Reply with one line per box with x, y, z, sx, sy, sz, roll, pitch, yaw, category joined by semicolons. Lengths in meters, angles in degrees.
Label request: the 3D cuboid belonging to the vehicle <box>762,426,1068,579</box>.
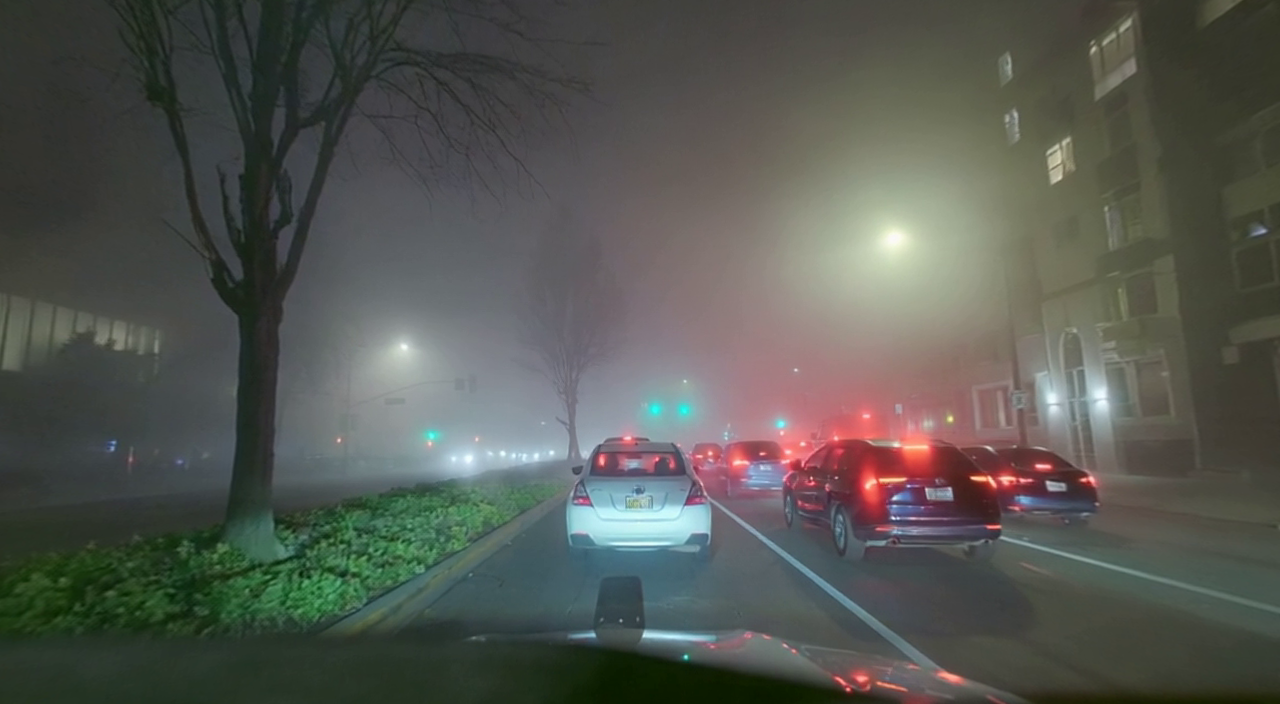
3.154;1.815;8.532;1.995;1.483;4.533;0;-8;-1;vehicle

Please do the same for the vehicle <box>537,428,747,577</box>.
-0.024;1.817;8.462;2.105;1.474;4.127;0;-8;-1;vehicle
